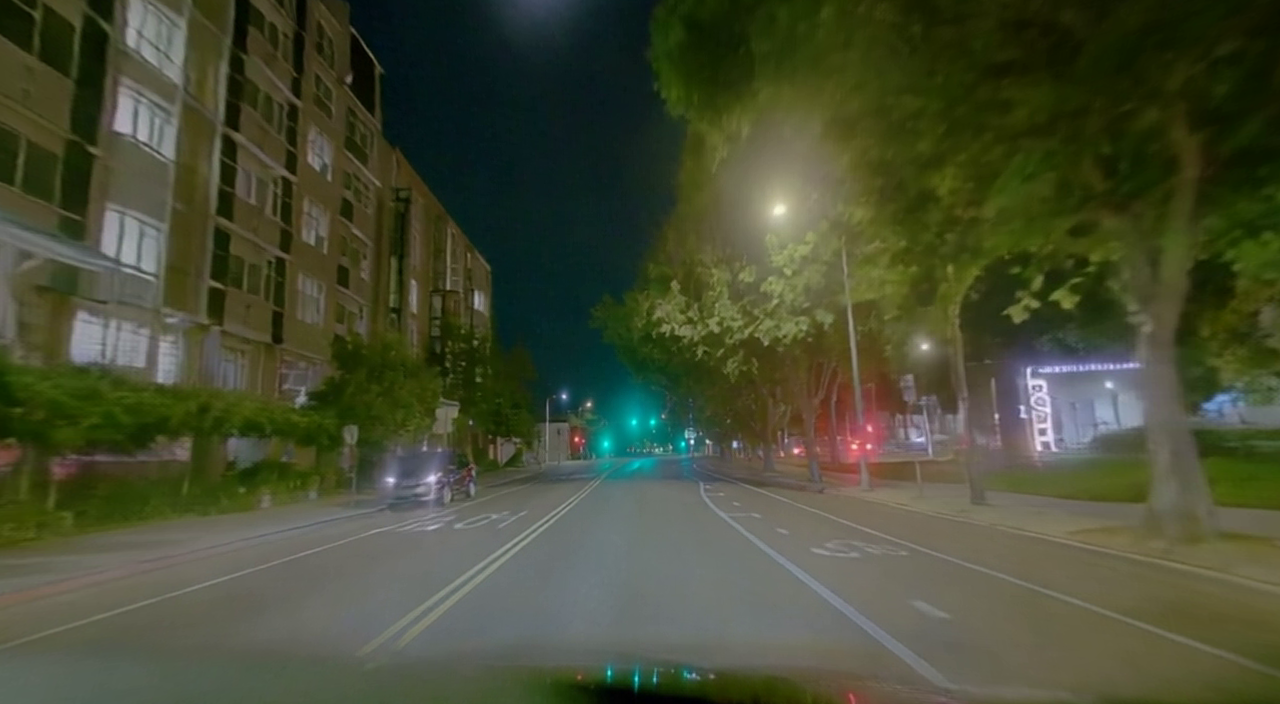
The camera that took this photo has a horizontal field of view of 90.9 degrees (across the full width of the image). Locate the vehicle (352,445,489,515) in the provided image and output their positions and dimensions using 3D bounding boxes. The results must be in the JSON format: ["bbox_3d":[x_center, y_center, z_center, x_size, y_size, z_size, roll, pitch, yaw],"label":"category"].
[{"bbox_3d":[-6.099,3.572,18.287,2.147,1.701,4.879,-1,-8,1],"label":"vehicle"}]
